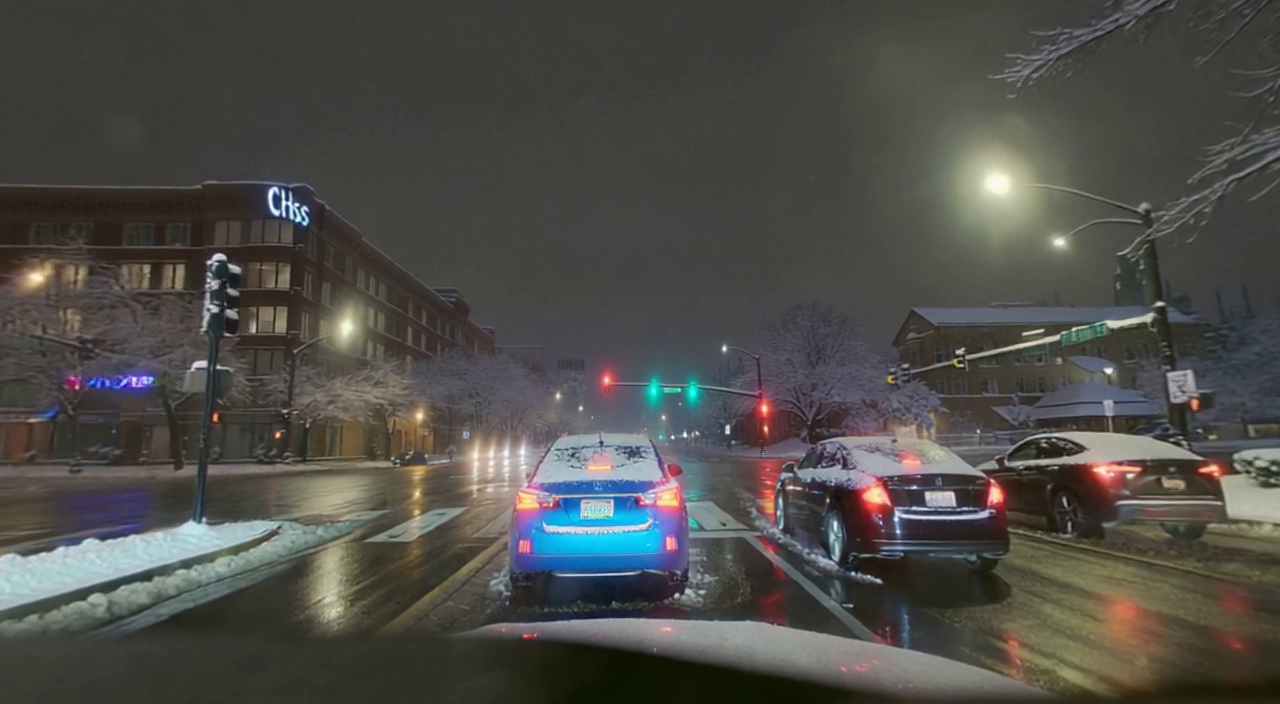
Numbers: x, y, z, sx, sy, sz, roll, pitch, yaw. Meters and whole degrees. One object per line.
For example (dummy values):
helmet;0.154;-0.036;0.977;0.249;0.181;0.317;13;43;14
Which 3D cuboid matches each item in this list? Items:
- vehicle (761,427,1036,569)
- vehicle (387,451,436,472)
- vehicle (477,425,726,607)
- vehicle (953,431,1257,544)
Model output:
vehicle;3.215;1.889;8.969;2.042;1.508;4.109;0;-8;-2
vehicle;-17.098;8.189;47.381;2.048;1.463;4.530;0;-8;-1
vehicle;-0.368;1.655;7.287;2.059;1.477;3.988;0;-8;-1
vehicle;7.443;2.165;10.785;1.908;1.517;4.182;0;-8;-1
